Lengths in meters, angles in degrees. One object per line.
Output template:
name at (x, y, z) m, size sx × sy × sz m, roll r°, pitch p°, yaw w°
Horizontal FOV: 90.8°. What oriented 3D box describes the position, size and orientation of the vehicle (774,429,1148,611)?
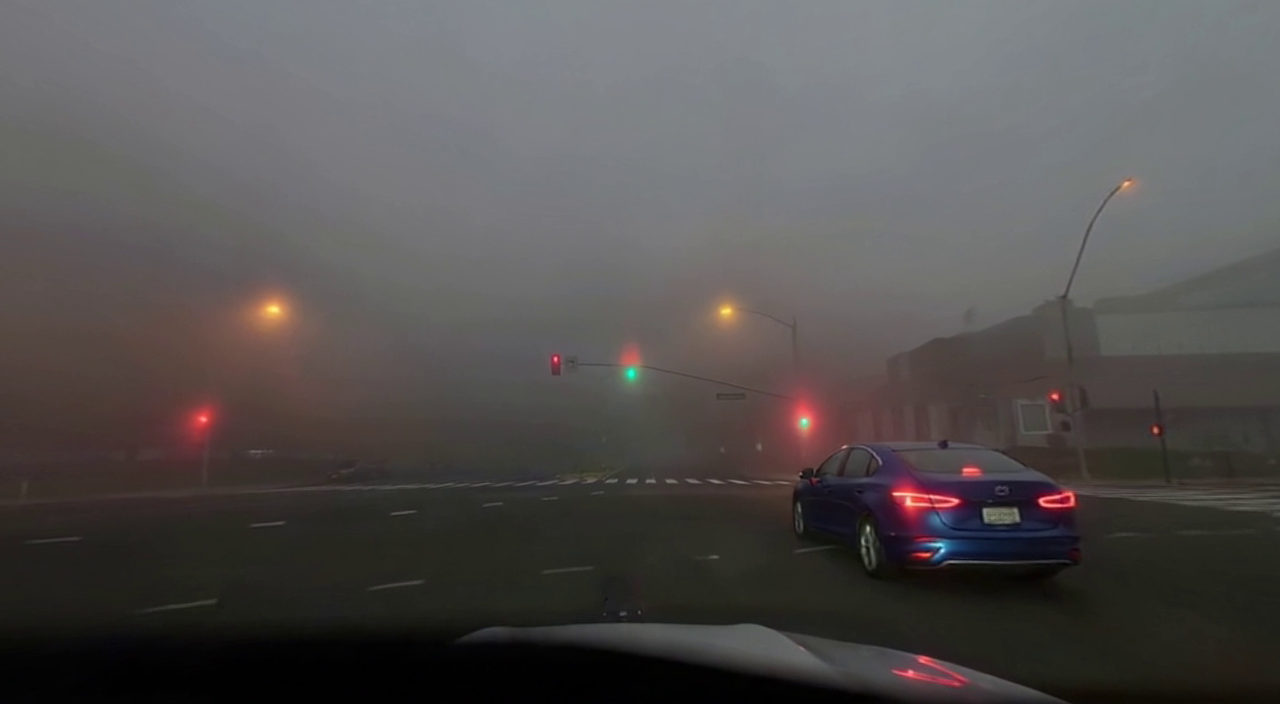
vehicle at (3.280, 1.804, 7.876) m, size 2.089 × 1.539 × 4.767 m, roll 0°, pitch -8°, yaw -1°
